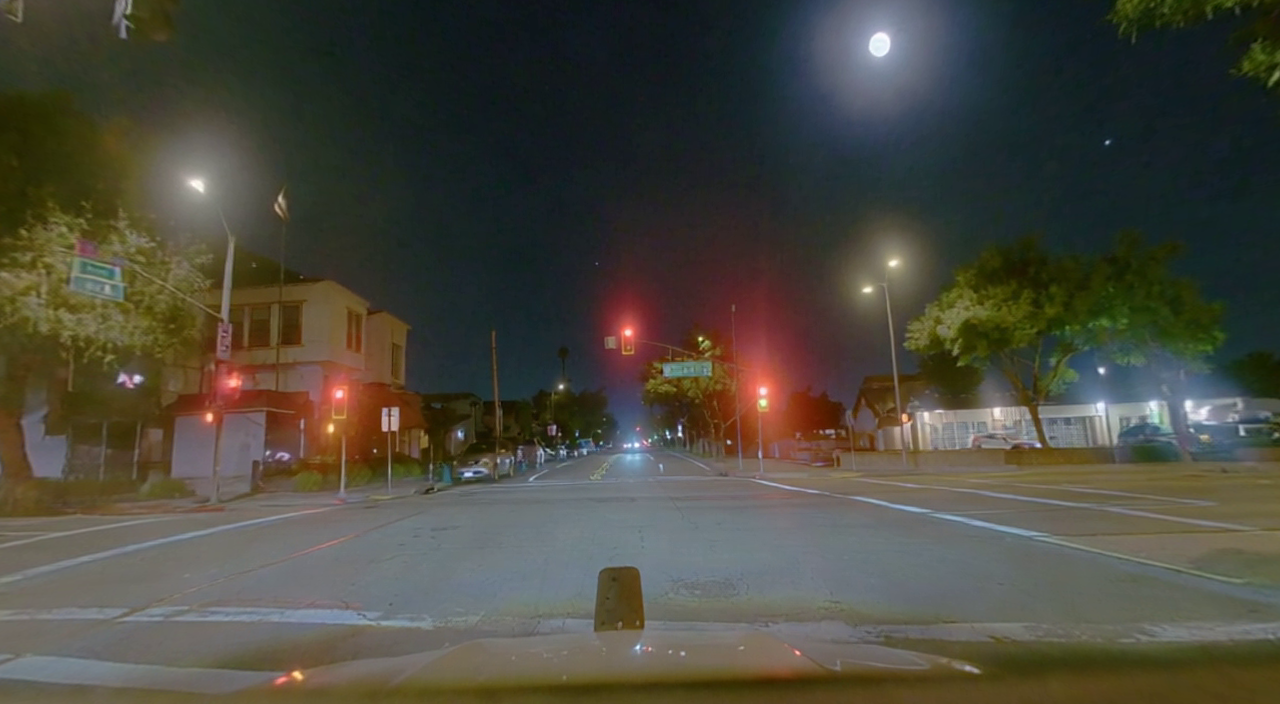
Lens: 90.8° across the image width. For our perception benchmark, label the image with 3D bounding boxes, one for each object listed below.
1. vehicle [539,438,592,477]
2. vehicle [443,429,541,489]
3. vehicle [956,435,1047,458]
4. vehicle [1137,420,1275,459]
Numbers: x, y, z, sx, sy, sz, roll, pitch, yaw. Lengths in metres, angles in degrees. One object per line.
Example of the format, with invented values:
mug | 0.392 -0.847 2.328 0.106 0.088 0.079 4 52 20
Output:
vehicle | -3.648 5.286 31.920 2.120 1.783 4.788 0 -9 0
vehicle | -6.500 4.836 28.973 2.896 2.339 7.322 0 -9 -1
vehicle | 25.007 6.552 43.840 5.172 1.515 1.851 0 -9 -2
vehicle | 33.274 5.162 37.245 5.969 2.149 2.331 0 -9 -3
